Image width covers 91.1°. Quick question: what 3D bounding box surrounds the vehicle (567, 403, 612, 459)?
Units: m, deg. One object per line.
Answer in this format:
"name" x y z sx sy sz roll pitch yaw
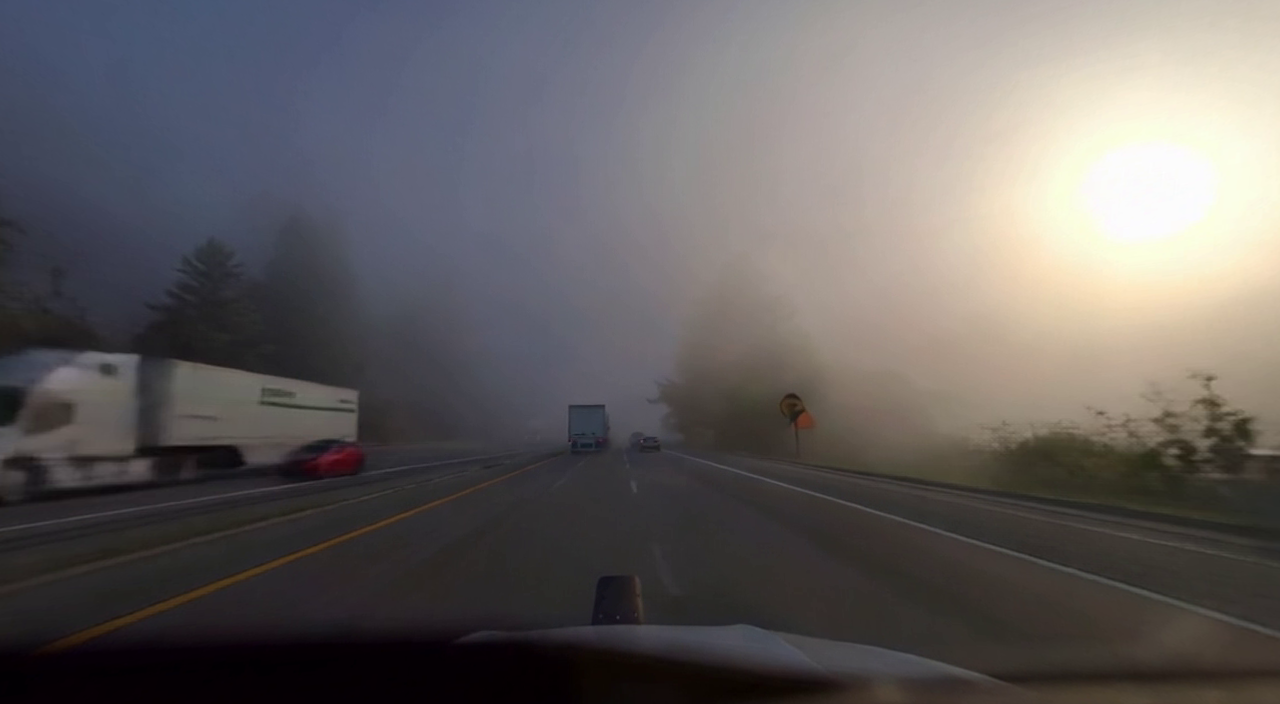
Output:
"vehicle" -2.985 4.912 38.801 2.450 3.098 6.965 0 -8 -2

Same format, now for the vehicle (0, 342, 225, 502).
"vehicle" -15.479 2.063 18.166 2.952 3.869 5.852 0 -8 -3
